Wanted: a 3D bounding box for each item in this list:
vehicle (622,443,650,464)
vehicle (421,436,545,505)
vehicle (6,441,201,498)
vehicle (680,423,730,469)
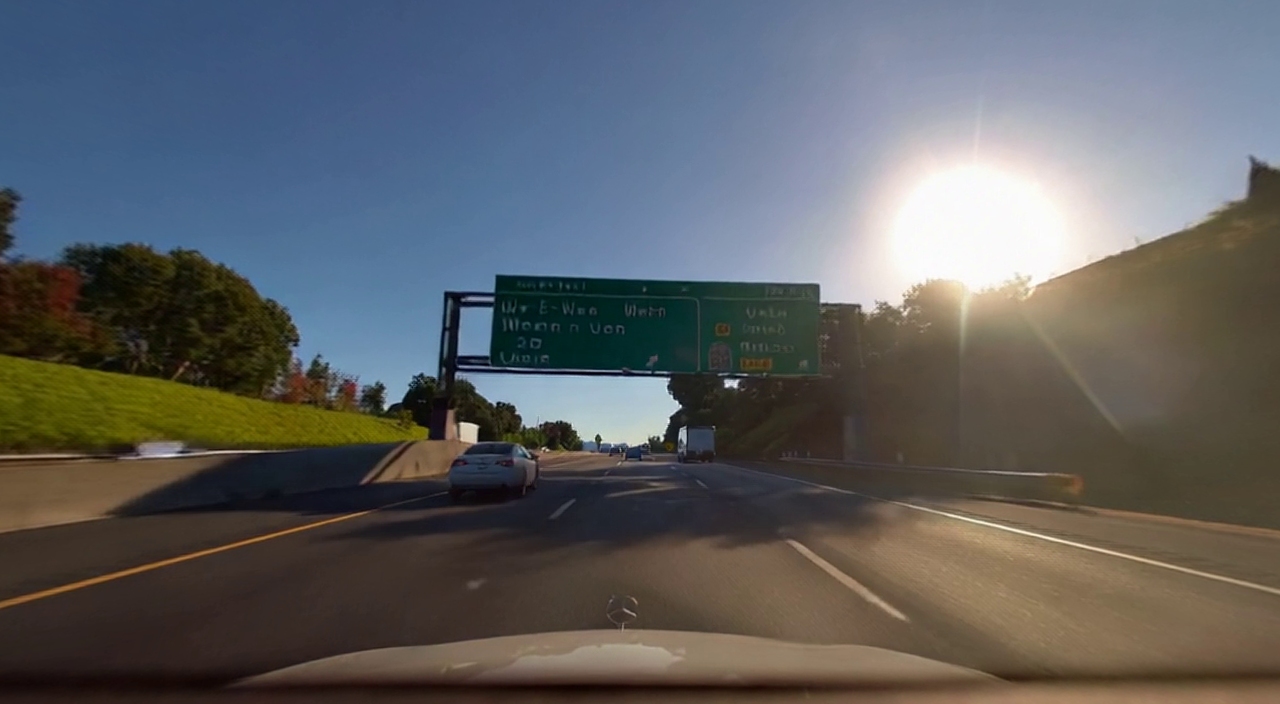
[{"bbox_3d":[-0.327,7.797,48.422,2.007,1.456,3.719,0,-9,-1],"label":"vehicle"},{"bbox_3d":[-3.855,3.017,16.380,2.054,1.529,4.368,0,-9,1],"label":"vehicle"},{"bbox_3d":[-15.838,3.481,19.035,1.846,1.489,4.623,0,-9,-1],"label":"vehicle"},{"bbox_3d":[3.915,5.849,39.174,2.361,2.636,5.684,0,-9,-1],"label":"vehicle"}]
